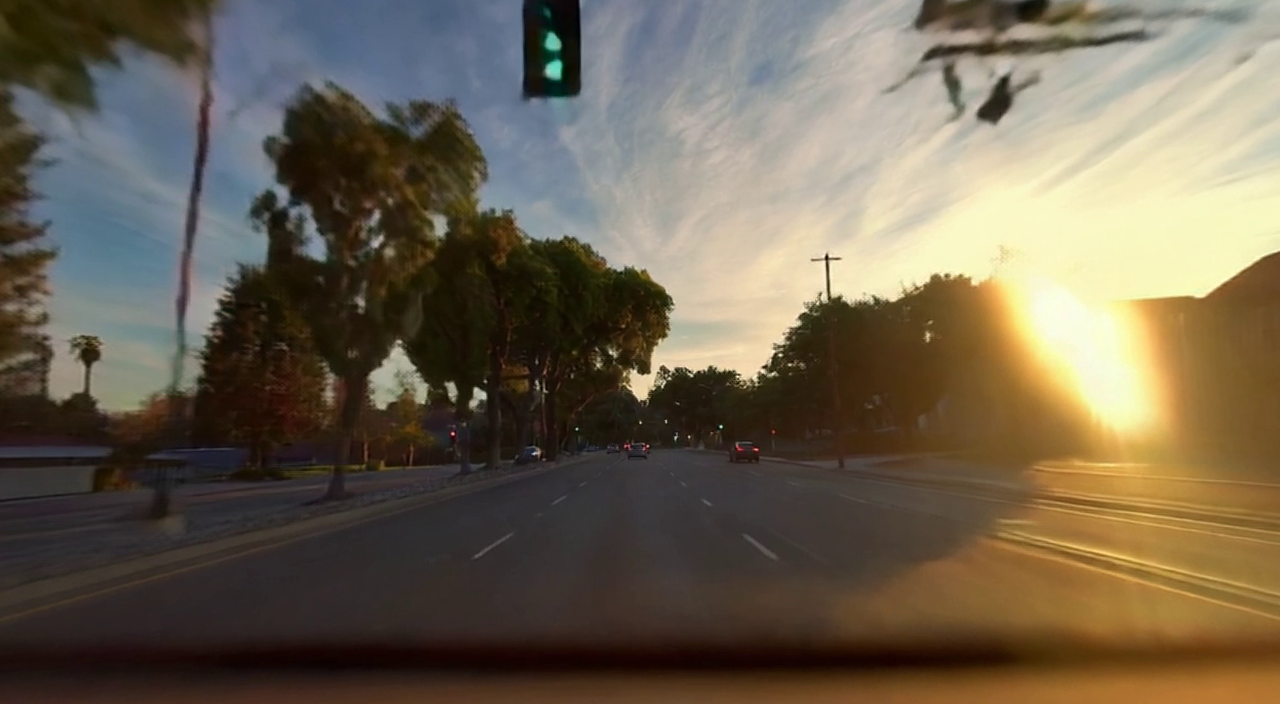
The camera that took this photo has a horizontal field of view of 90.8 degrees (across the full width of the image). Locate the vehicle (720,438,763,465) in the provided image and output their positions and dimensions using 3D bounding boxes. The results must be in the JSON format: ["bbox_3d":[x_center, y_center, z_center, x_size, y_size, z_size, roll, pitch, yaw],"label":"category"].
[{"bbox_3d":[6.741,6.639,42.251,2.011,1.710,4.357,0,-9,-2],"label":"vehicle"}]
